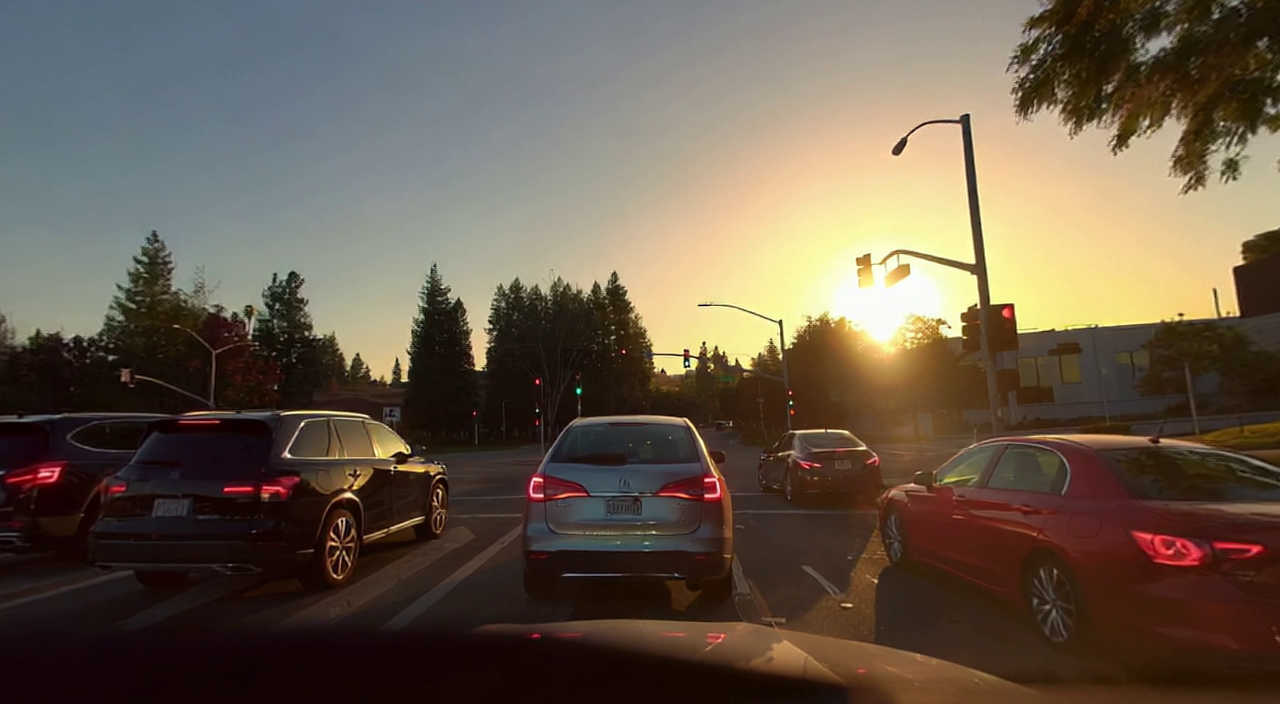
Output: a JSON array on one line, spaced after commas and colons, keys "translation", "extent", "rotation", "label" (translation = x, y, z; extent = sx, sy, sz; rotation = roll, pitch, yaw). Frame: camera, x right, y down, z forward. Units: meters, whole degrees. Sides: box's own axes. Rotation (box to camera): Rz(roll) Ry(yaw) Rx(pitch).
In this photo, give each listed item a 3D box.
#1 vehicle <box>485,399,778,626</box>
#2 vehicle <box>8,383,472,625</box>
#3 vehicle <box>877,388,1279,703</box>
[{"translation": [-0.043, 1.395, 6.304], "extent": [2.047, 1.579, 3.642], "rotation": [0, -8, 1], "label": "vehicle"}, {"translation": [-3.551, 1.431, 6.859], "extent": [2.014, 1.755, 4.360], "rotation": [0, -8, 3], "label": "vehicle"}, {"translation": [3.588, 1.207, 4.602], "extent": [2.010, 1.486, 4.498], "rotation": [0, -8, 1], "label": "vehicle"}]
